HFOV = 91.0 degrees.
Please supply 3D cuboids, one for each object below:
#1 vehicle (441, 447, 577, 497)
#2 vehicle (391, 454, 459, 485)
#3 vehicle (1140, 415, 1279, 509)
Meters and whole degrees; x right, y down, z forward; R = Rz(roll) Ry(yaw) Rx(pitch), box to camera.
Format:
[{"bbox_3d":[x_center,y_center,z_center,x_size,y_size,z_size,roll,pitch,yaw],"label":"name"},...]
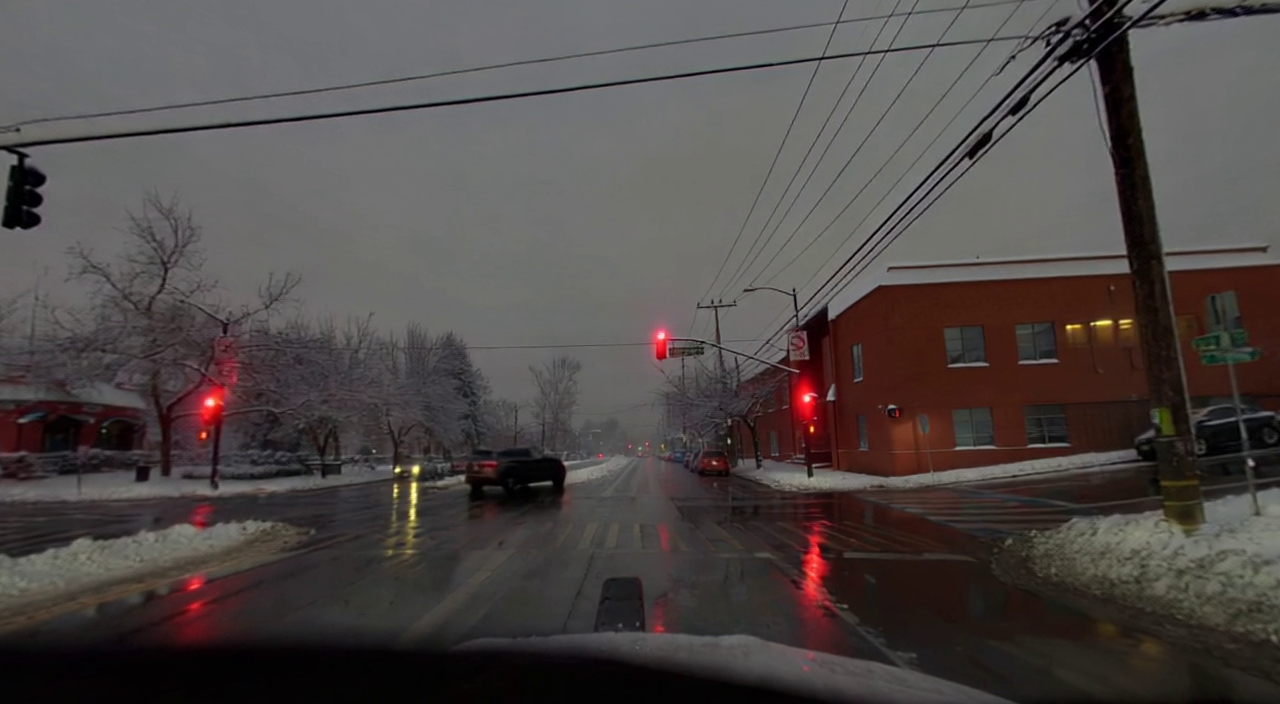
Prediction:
[{"bbox_3d":[-4.744,4.378,23.421,2.120,1.650,4.525,-7,-12,41],"label":"vehicle"},{"bbox_3d":[-12.046,6.591,35.564,1.943,1.574,4.727,0,-9,3],"label":"vehicle"},{"bbox_3d":[12.653,2.201,12.779,3.234,1.746,1.941,0,-9,1],"label":"vehicle"}]
